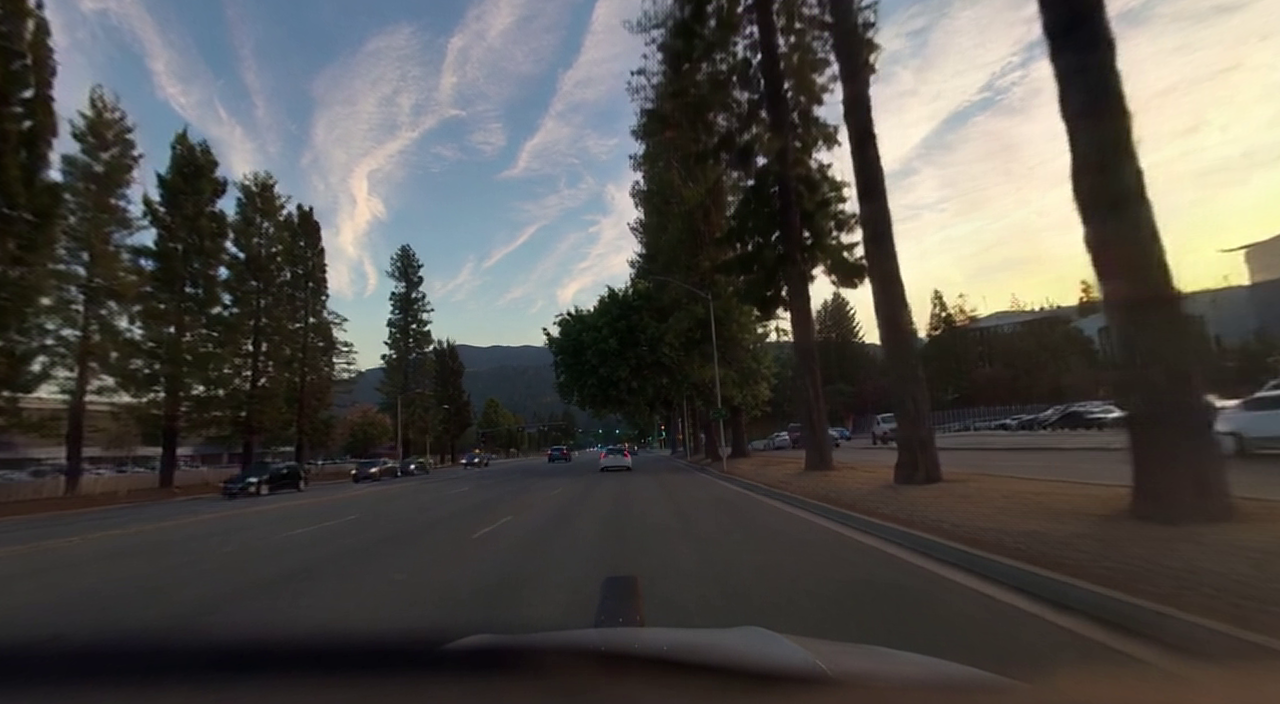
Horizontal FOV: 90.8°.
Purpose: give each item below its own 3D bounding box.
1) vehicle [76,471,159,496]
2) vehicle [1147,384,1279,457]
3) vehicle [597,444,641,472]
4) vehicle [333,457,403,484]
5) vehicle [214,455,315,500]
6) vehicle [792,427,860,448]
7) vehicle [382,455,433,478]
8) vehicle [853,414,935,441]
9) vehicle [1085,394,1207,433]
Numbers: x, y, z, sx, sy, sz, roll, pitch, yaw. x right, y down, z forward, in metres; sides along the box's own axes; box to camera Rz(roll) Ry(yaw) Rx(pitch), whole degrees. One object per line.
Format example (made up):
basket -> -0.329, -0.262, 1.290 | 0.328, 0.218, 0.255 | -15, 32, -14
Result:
vehicle -> -39.338, 9.874, 47.644 | 4.429, 1.486, 1.942 | 2, -4, -3
vehicle -> 14.483, 1.511, 13.704 | 5.047, 1.461, 2.133 | 0, -8, 1
vehicle -> -1.112, 6.000, 36.008 | 2.235, 1.500, 4.420 | 0, -8, 2
vehicle -> -16.509, 7.184, 38.632 | 2.058, 1.459, 4.704 | 0, -8, 1
vehicle -> -17.003, 5.666, 28.881 | 2.016, 1.598, 4.545 | -4, -8, -2
vehicle -> 13.265, 6.163, 45.340 | 4.144, 1.407, 2.201 | 0, -8, -2
vehicle -> -17.007, 8.365, 46.491 | 1.985, 1.471, 4.797 | 0, -8, 0
vehicle -> 15.123, 4.556, 37.780 | 3.956, 1.504, 2.170 | 2, -8, -9
vehicle -> 22.120, 2.779, 27.873 | 1.870, 1.470, 4.436 | -1, -8, 3
